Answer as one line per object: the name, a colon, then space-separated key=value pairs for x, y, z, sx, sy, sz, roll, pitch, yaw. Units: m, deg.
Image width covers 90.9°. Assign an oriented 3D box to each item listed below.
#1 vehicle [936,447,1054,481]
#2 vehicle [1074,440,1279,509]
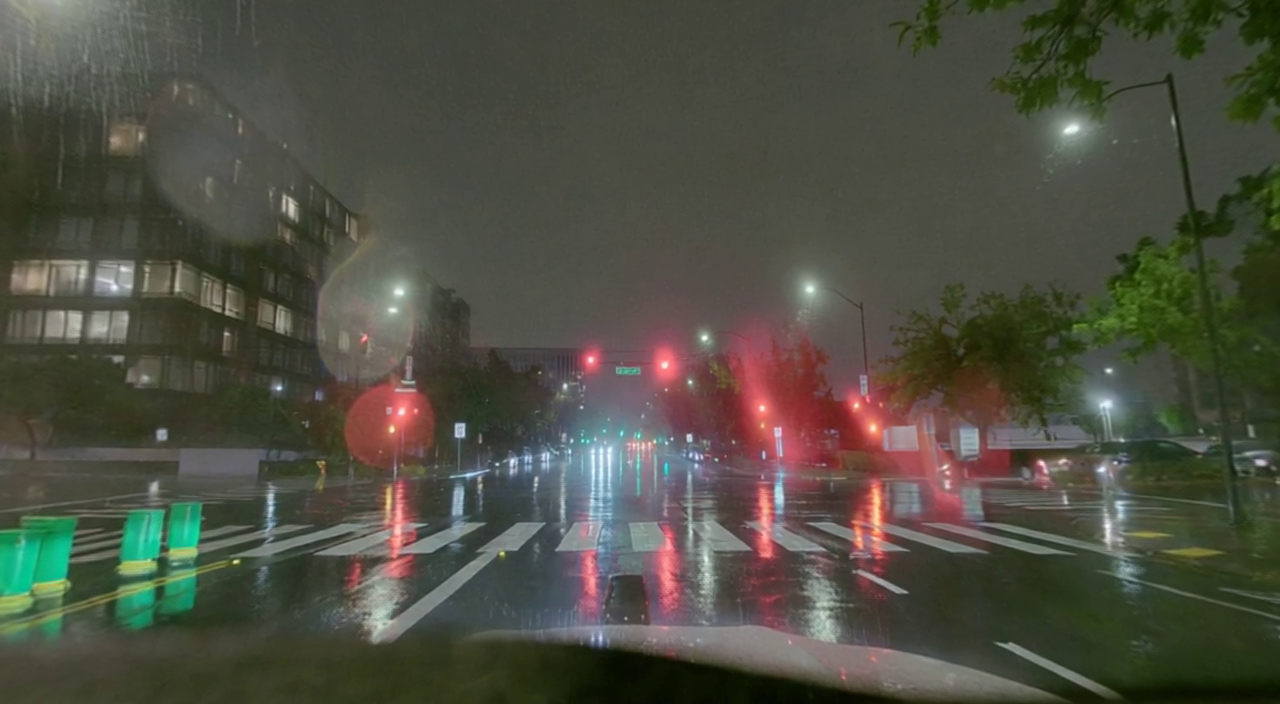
vehicle: x=16.785 y=5.323 z=29.975 sx=4.368 sy=1.522 sz=1.972 roll=-1 pitch=-8 yaw=3
vehicle: x=12.982 y=2.786 z=14.571 sx=4.424 sy=1.436 sz=1.804 roll=0 pitch=-8 yaw=5
